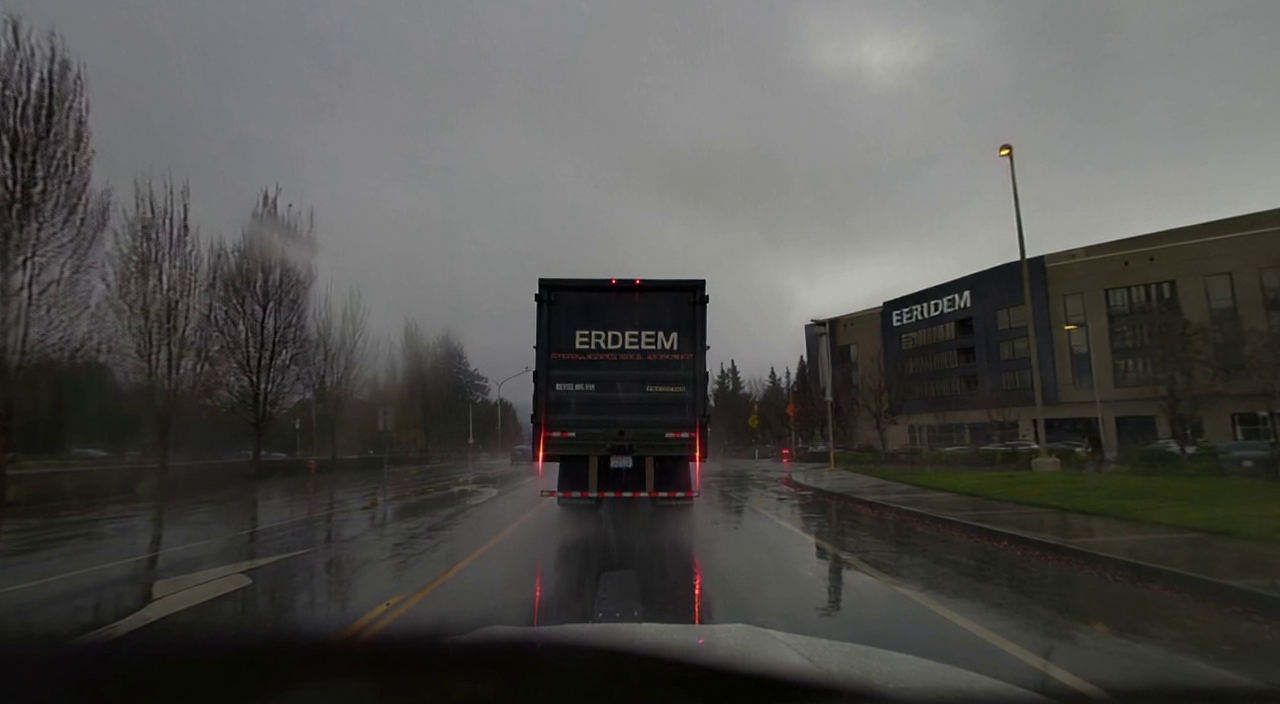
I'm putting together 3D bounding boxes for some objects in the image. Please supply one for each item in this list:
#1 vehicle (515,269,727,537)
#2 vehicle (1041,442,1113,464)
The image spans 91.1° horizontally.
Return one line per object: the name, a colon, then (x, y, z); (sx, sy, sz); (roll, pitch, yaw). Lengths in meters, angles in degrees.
vehicle: (-0.212, 1.286, 13.411); (2.876, 3.724, 9.351); (0, -8, 1)
vehicle: (31.351, 7.218, 45.182); (1.652, 1.423, 3.797); (5, -9, -35)
